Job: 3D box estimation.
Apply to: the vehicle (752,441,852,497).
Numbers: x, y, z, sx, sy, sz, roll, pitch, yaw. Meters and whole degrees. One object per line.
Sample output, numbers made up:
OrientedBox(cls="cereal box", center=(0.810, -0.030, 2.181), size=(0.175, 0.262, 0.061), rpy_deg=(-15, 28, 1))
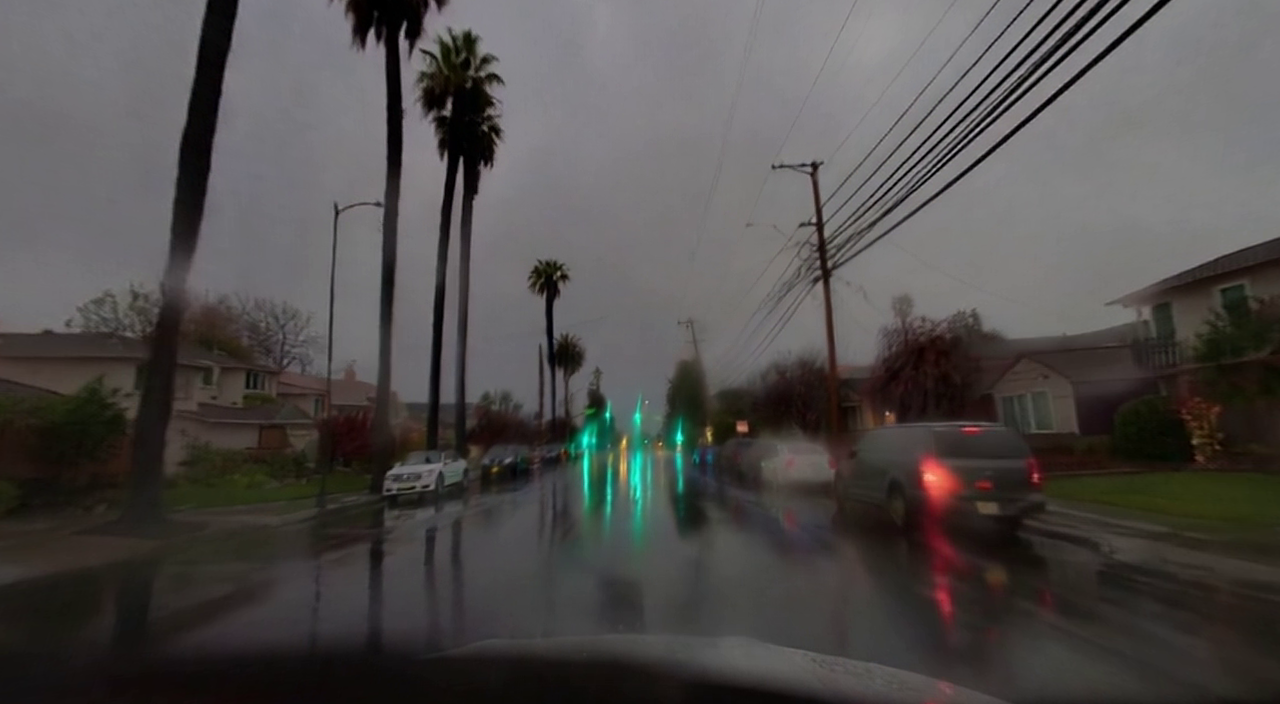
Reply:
OrientedBox(cls="vehicle", center=(4.916, 3.592, 19.815), size=(1.795, 1.424, 4.327), rpy_deg=(-3, -8, -2))

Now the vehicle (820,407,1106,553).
OrientedBox(cls="vehicle", center=(4.812, 1.986, 10.537), size=(2.115, 1.826, 4.871), rpy_deg=(0, -8, -1))

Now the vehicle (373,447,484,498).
OrientedBox(cls="vehicle", center=(-6.935, 3.979, 21.316), size=(2.013, 1.483, 4.645), rpy_deg=(0, -8, 2))

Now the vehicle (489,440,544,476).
OrientedBox(cls="vehicle", center=(-7.026, 6.036, 36.332), size=(2.077, 1.888, 4.551), rpy_deg=(-2, -8, 2))

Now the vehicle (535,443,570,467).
OrientedBox(cls="vehicle", center=(-6.575, 7.791, 48.013), size=(2.085, 1.770, 4.429), rpy_deg=(0, -8, 0))
